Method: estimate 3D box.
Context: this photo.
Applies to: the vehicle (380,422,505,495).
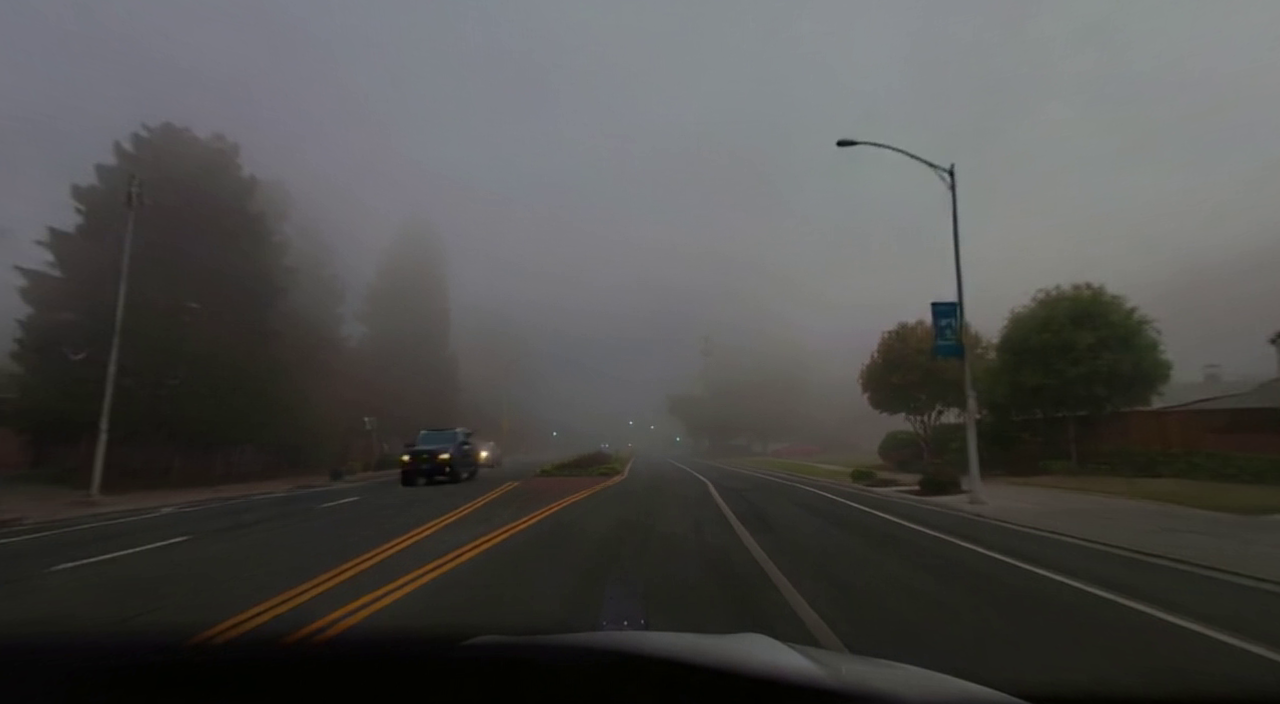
[{"bbox_3d":[-5.284,2.934,17.632,2.128,1.753,4.516,0,-8,-2],"label":"vehicle"}]
